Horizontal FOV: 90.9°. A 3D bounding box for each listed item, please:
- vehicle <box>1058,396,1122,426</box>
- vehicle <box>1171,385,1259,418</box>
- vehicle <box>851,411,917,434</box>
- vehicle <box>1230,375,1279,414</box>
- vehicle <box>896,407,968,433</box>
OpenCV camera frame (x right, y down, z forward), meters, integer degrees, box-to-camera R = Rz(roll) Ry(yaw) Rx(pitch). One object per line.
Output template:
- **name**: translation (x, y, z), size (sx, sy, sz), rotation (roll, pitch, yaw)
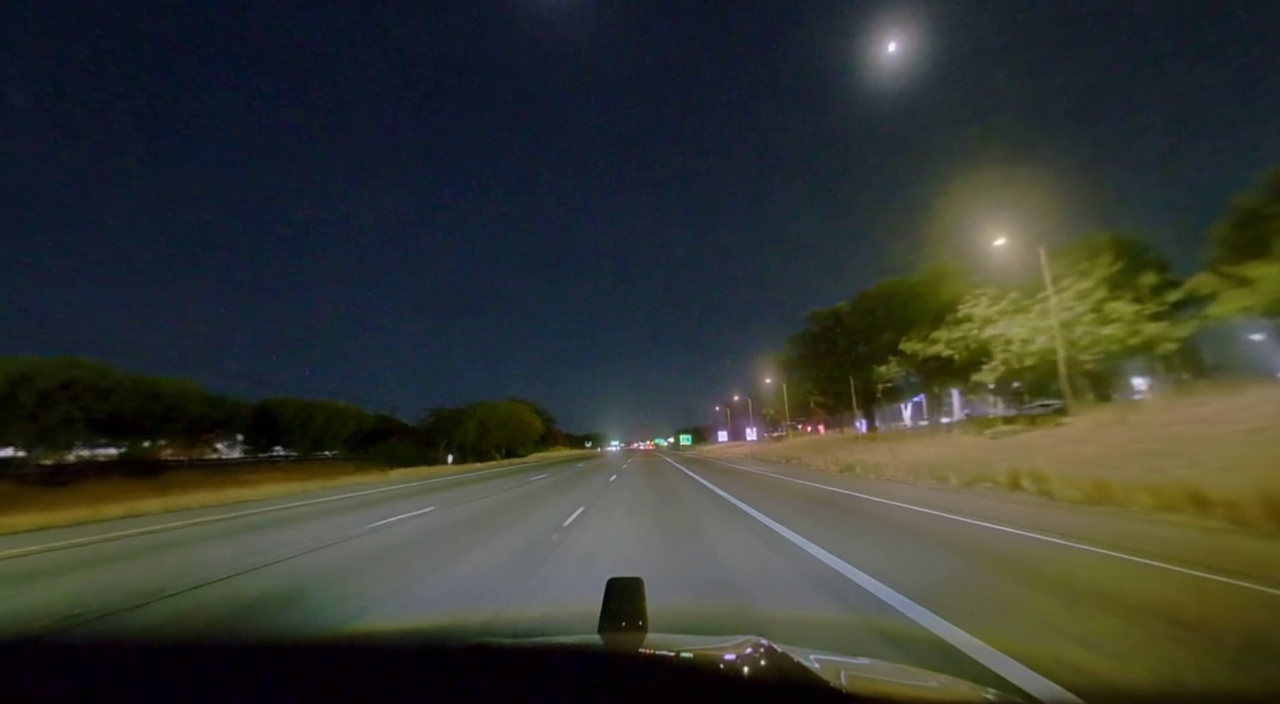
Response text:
- **vehicle**: translation (33.217, 4.418, 46.481), size (5.028, 1.973, 2.201), rotation (6, -10, -36)
- **vehicle**: translation (29.467, 2.583, 32.271), size (4.712, 1.458, 2.139), rotation (5, -10, -34)
- **vehicle**: translation (18.229, 5.314, 47.095), size (4.366, 1.571, 1.844), rotation (-5, -9, 27)
- **vehicle**: translation (29.491, 2.000, 29.187), size (3.925, 1.582, 1.823), rotation (4, -9, -28)
- **vehicle**: translation (18.329, 4.283, 39.563), size (3.884, 1.482, 1.843), rotation (-5, -10, 28)
